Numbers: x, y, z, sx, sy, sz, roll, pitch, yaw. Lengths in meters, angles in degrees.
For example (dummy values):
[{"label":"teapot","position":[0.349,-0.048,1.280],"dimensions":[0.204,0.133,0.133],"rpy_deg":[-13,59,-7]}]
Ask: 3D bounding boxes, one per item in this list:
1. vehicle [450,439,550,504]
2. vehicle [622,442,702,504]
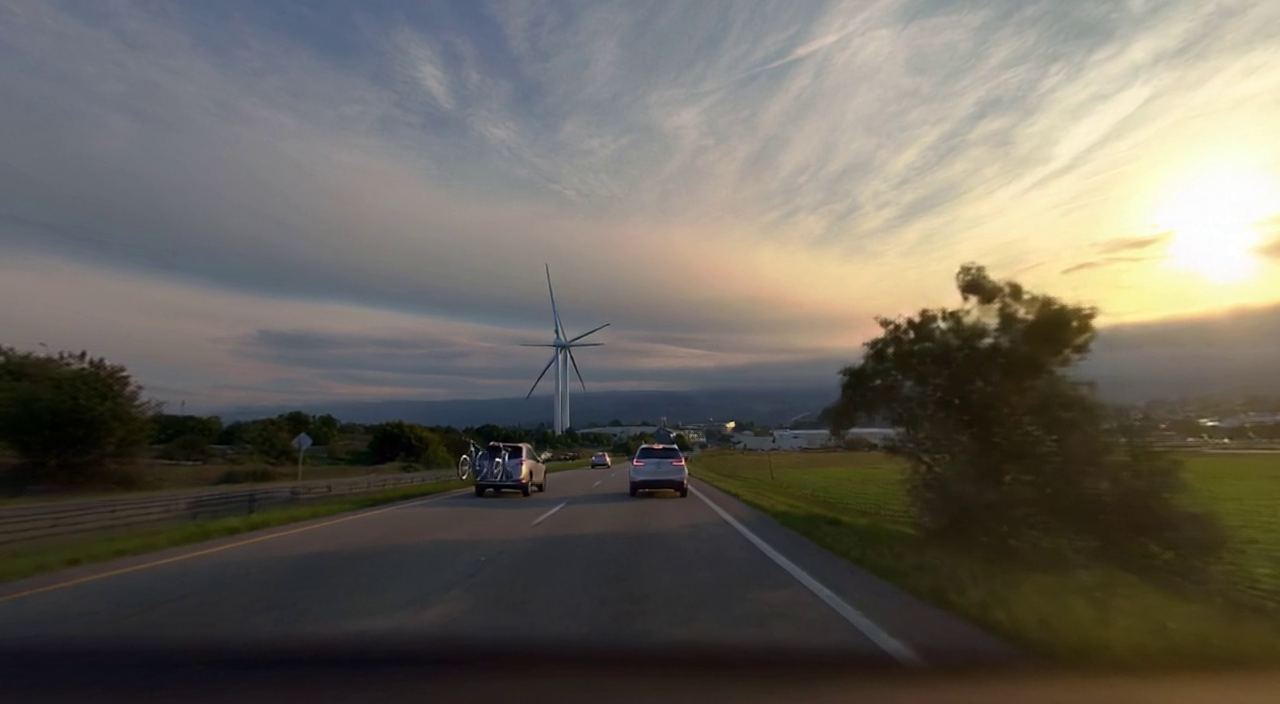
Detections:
[{"label":"vehicle","position":[-3.954,3.450,18.572],"dimensions":[1.962,1.681,4.033],"rpy_deg":[0,-9,1]},{"label":"vehicle","position":[0.552,3.435,18.270],"dimensions":[2.063,1.582,3.955],"rpy_deg":[0,-9,-1]}]
